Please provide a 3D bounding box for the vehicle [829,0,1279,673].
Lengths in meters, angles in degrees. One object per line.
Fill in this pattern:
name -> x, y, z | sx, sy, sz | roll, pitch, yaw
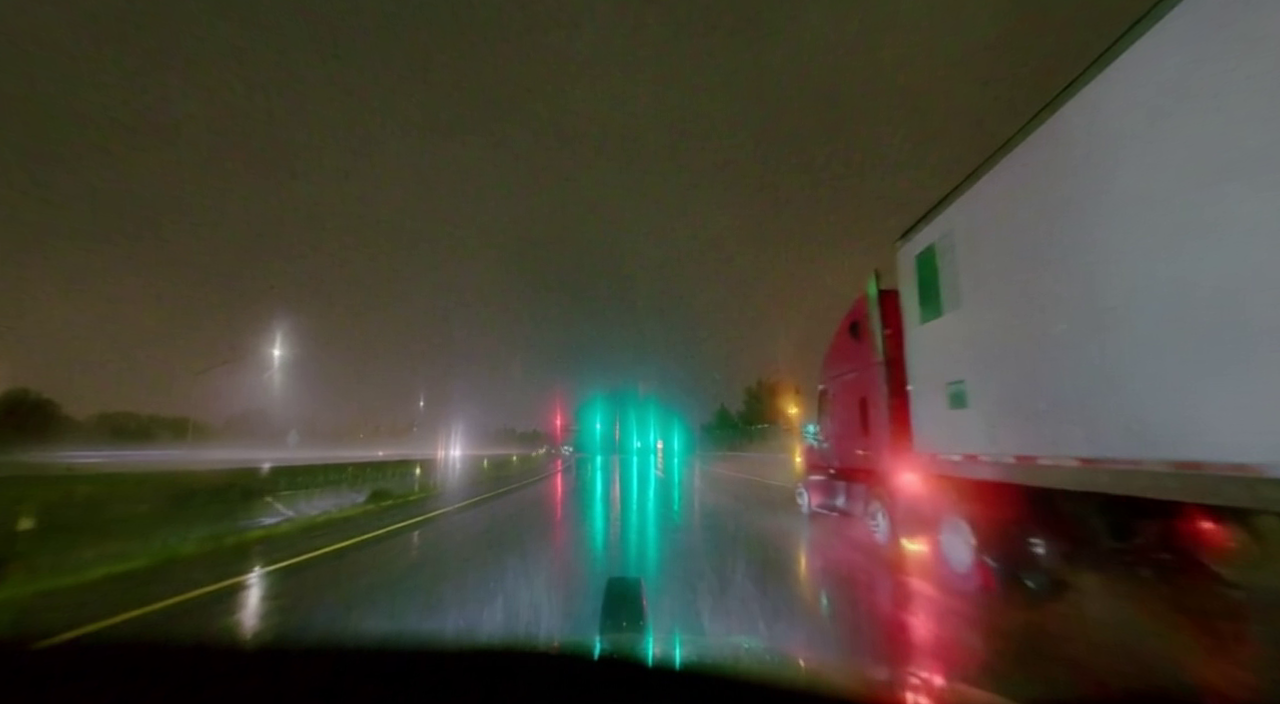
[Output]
vehicle -> 5.330, -0.001, 5.252 | 2.932, 4.205, 18.253 | 0, -8, 3
